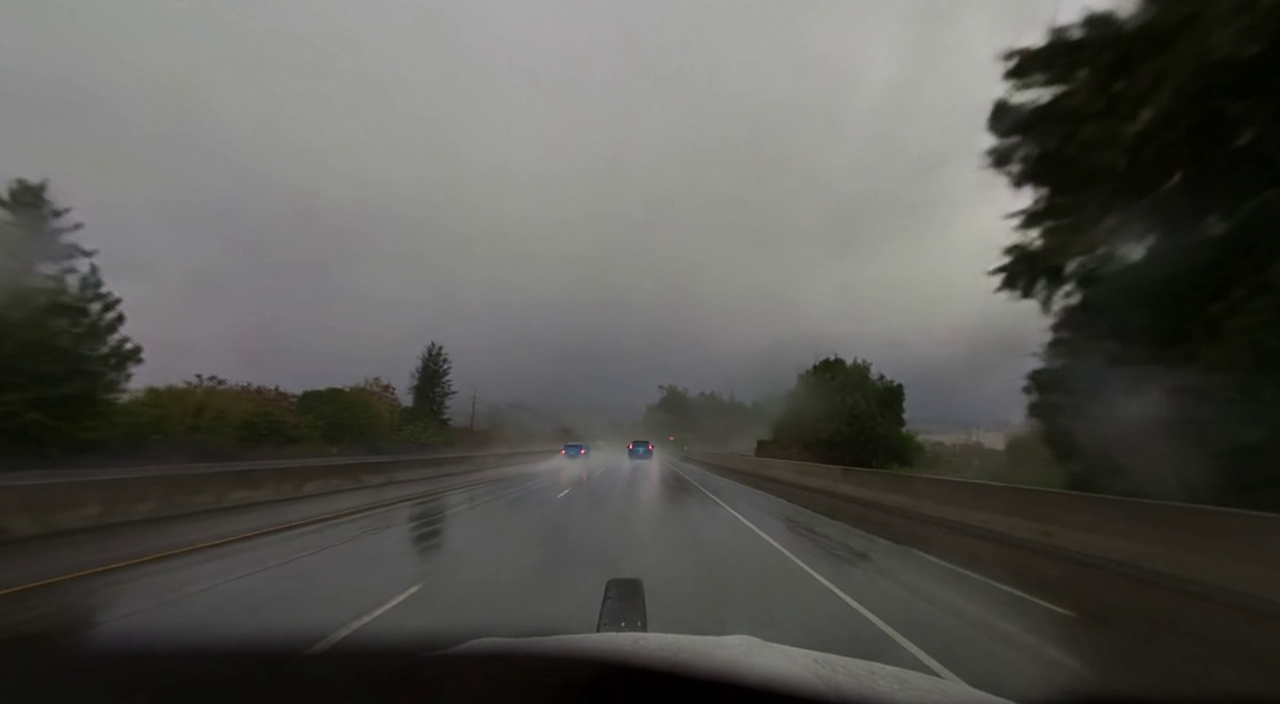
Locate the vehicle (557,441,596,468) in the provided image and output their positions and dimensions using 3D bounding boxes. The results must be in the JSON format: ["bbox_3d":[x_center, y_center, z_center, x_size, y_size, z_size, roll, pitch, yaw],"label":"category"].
[{"bbox_3d":[-4.200,6.841,42.185,2.113,1.656,4.215,0,-9,0],"label":"vehicle"}]

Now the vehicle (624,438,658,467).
[{"bbox_3d":[0.056,6.593,41.338,2.126,1.786,3.958,0,-9,-1],"label":"vehicle"}]
